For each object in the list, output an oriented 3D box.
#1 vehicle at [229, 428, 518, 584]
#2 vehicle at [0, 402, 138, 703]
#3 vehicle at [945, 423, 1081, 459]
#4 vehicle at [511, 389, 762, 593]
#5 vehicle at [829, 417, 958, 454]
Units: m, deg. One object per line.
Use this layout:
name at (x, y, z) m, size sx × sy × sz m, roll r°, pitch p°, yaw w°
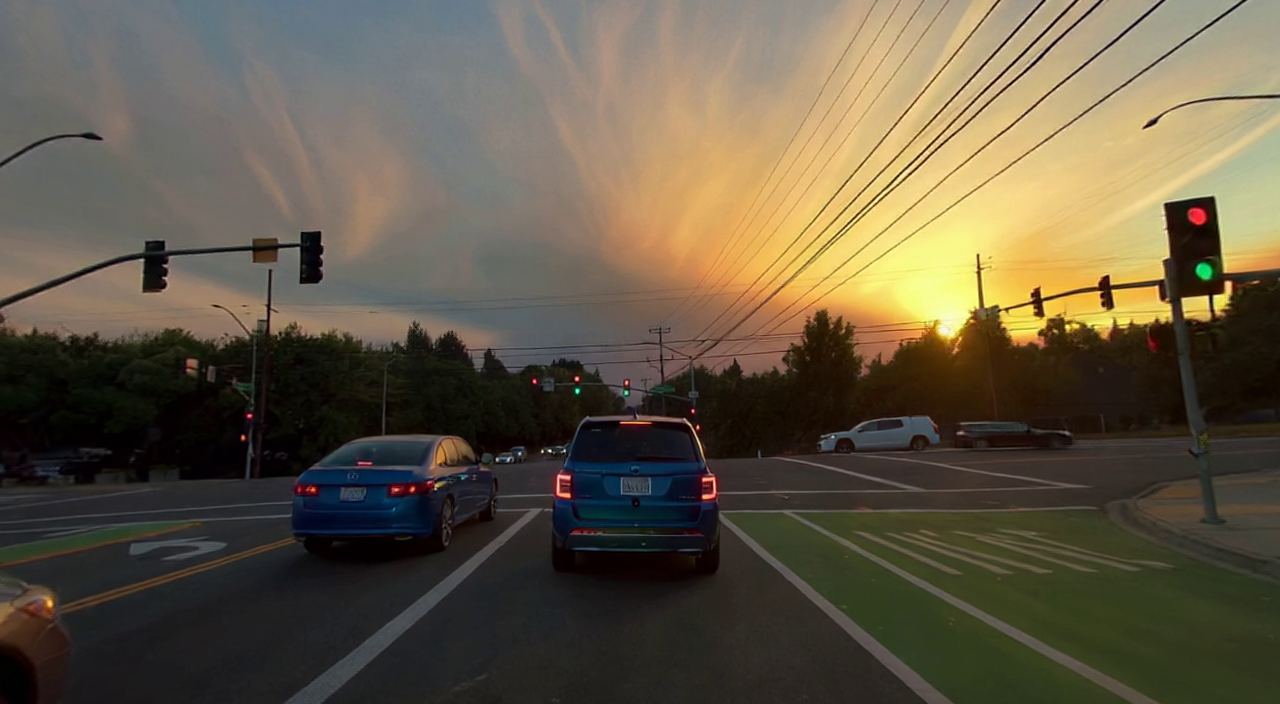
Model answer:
vehicle at (-2.933, 1.759, 7.997) m, size 1.969 × 1.486 × 3.702 m, roll 0°, pitch -8°, yaw 1°
vehicle at (-3.351, 0.655, 0.434) m, size 1.928 × 1.488 × 4.936 m, roll 0°, pitch -8°, yaw 1°
vehicle at (15.884, 3.849, 27.266) m, size 4.715 × 1.438 × 2.023 m, roll -3°, pitch -9°, yaw 21°
vehicle at (-0.060, 1.508, 7.622) m, size 2.182 × 1.773 × 4.041 m, roll 0°, pitch -8°, yaw -1°
vehicle at (13.839, 4.606, 34.826) m, size 6.143 × 1.944 × 2.229 m, roll -1°, pitch -8°, yaw 5°
